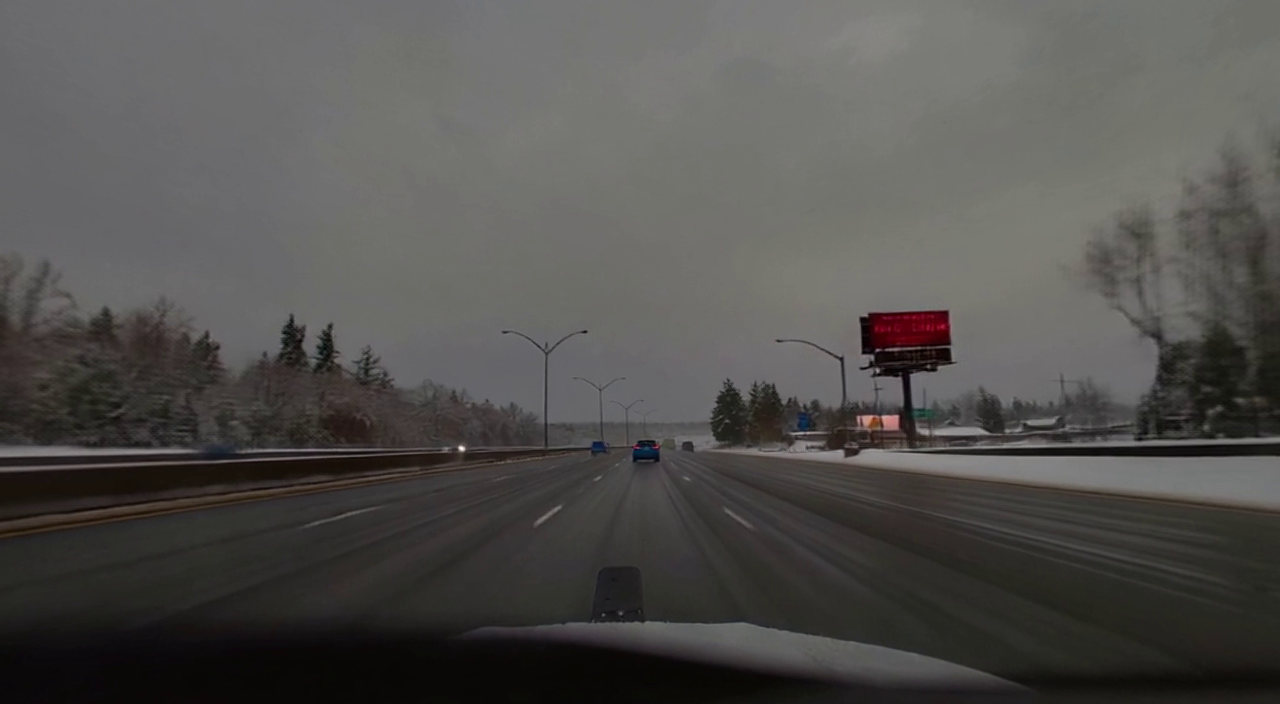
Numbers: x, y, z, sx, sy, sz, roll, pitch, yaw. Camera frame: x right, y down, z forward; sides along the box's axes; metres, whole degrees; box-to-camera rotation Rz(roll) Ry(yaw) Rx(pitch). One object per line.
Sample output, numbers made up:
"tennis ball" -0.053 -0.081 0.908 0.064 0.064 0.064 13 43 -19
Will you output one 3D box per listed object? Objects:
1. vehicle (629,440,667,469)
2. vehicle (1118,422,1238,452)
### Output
"vehicle" 0.451 5.895 36.520 2.074 1.574 3.971 0 -8 1
"vehicle" 28.660 4.588 33.902 2.072 1.495 4.732 0 -8 -3
